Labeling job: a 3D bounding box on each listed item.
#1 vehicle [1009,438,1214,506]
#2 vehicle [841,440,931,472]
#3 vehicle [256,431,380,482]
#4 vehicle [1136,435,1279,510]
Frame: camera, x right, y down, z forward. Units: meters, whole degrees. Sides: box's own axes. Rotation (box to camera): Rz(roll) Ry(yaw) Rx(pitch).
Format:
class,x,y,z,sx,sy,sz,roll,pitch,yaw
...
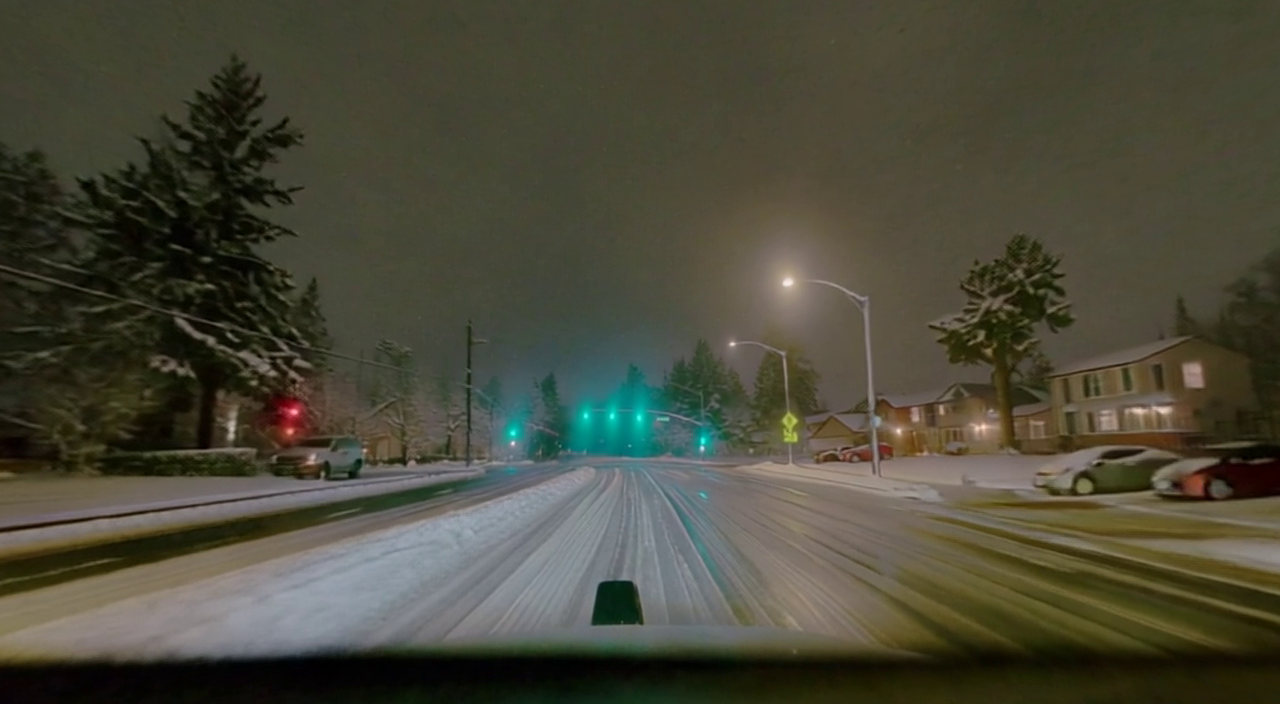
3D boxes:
class,x,y,z,sx,sy,sz,roll,pitch,yaw
vehicle,13.950,3.541,18.902,4.466,1.578,1.968,-4,-7,-1
vehicle,15.329,6.508,39.516,4.739,1.667,1.998,-3,-7,0
vehicle,-15.653,5.119,31.321,2.653,2.232,6.273,0,-8,2
vehicle,15.177,2.889,15.531,4.234,1.491,1.940,-3,-7,0
